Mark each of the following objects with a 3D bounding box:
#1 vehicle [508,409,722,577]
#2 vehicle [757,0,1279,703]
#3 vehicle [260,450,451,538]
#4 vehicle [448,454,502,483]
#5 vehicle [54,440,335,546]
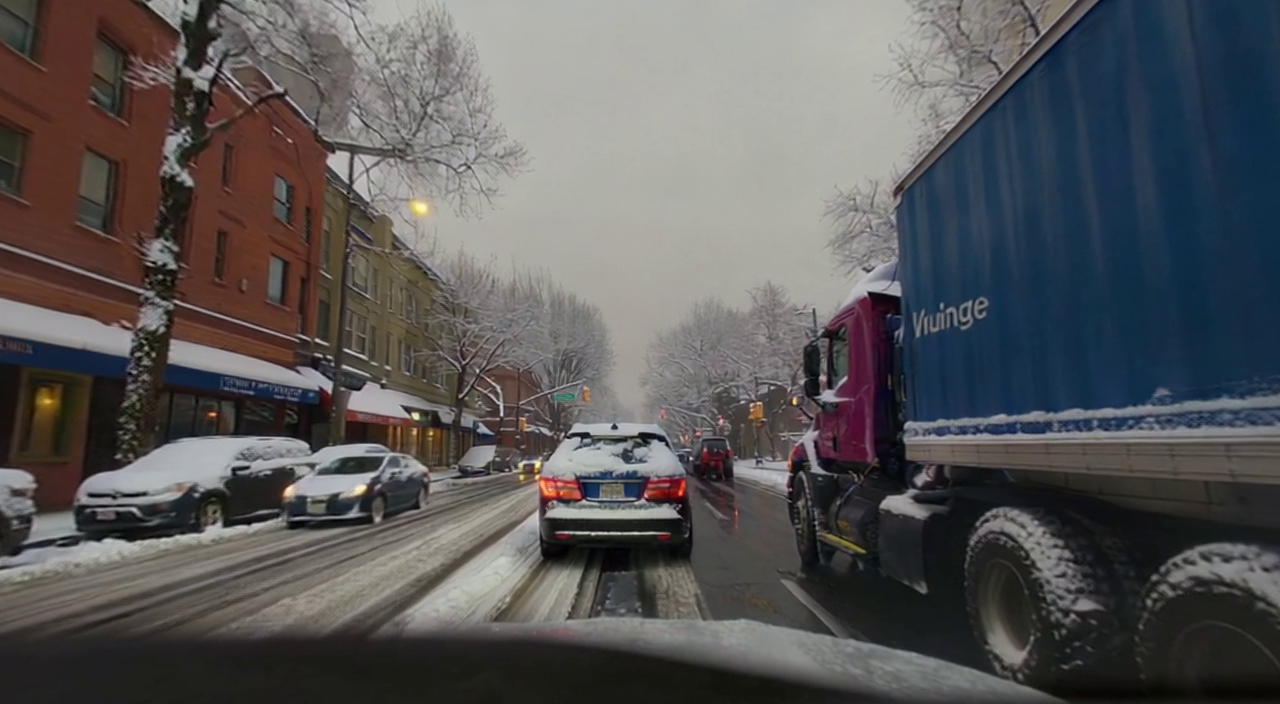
[{"bbox_3d":[-0.255,1.861,9.130,2.283,1.783,4.548,0,-9,0],"label":"vehicle"},{"bbox_3d":[2.917,0.004,2.672,2.913,3.771,9.716,0,-9,0],"label":"vehicle"},{"bbox_3d":[-5.635,2.815,13.267,1.997,1.467,4.373,-1,-9,0],"label":"vehicle"},{"bbox_3d":[-8.715,6.187,33.719,1.805,1.379,4.359,0,-9,-1],"label":"vehicle"},{"bbox_3d":[-8.835,2.791,13.364,2.065,1.758,5.144,-1,-9,2],"label":"vehicle"}]
